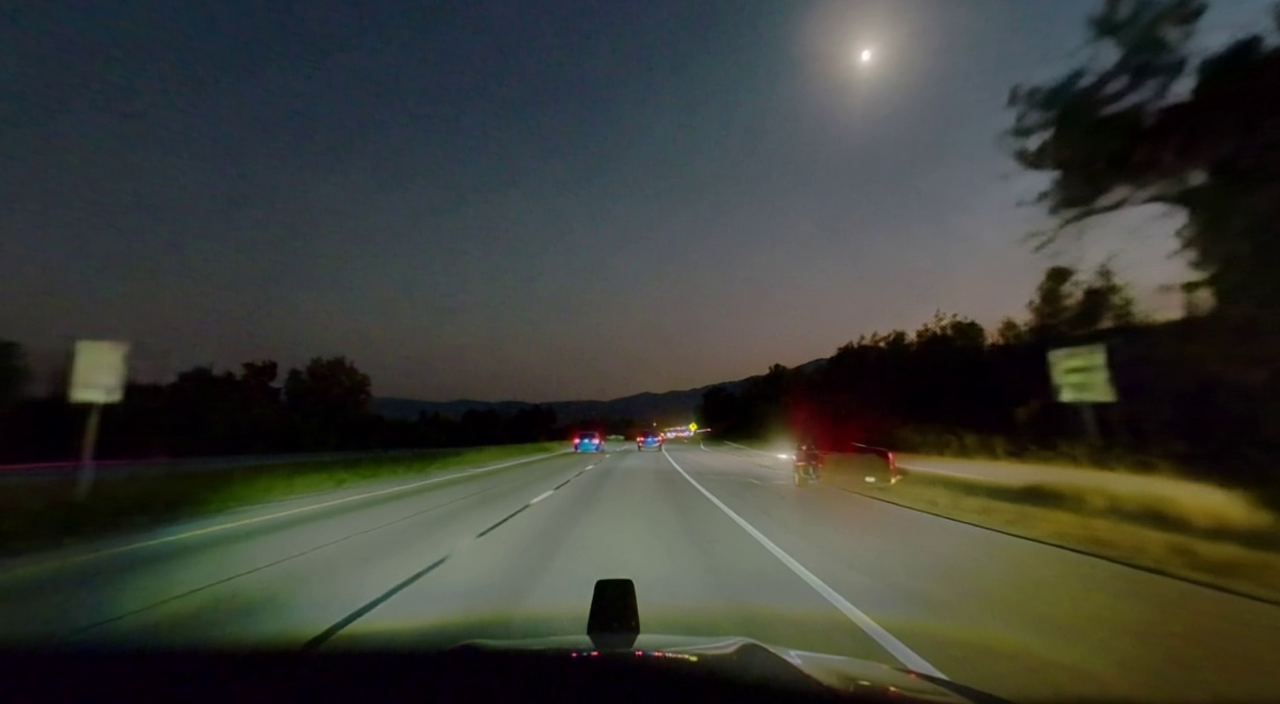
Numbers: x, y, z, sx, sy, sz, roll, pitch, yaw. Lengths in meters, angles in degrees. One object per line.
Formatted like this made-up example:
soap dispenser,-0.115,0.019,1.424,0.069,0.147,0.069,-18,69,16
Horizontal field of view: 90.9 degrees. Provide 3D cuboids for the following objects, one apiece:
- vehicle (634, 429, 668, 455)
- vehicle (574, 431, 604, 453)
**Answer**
vehicle,0.667,5.817,40.884,2.041,1.618,3.898,0,-8,0
vehicle,-3.770,6.759,47.374,1.950,1.518,3.941,0,-8,0
